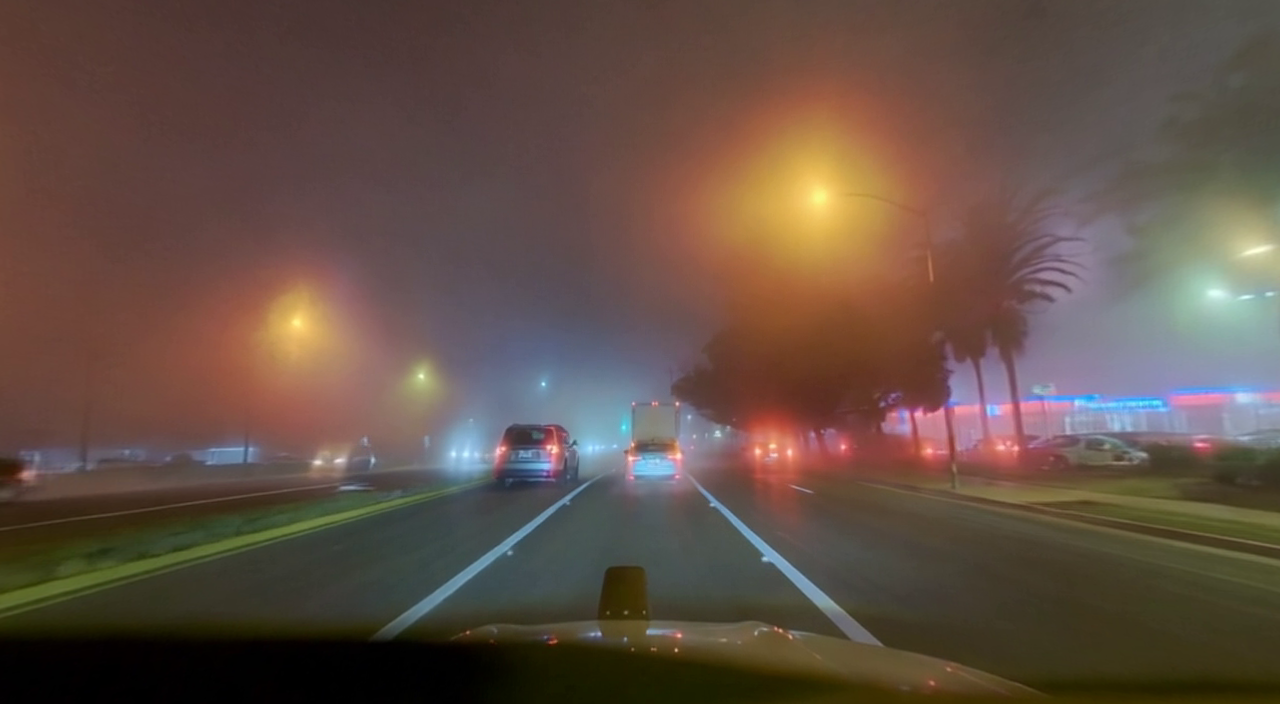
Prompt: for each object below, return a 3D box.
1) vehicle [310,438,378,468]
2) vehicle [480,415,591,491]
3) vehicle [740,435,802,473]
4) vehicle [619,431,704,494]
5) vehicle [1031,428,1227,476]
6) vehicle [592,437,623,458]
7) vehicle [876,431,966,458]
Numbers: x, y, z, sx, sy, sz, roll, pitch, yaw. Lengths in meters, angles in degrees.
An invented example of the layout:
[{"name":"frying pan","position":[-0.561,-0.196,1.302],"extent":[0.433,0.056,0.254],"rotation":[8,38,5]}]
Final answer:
[{"name":"vehicle","position":[-18.782,6.408,40.238],"extent":[2.141,1.820,4.690],"rotation":[0,-8,-1]},{"name":"vehicle","position":[-2.906,2.980,18.903],"extent":[2.289,1.935,5.227],"rotation":[0,-8,2]},{"name":"vehicle","position":[5.653,4.444,27.719],"extent":[1.900,1.507,4.151],"rotation":[0,-8,1]},{"name":"vehicle","position":[0.540,2.985,17.358],"extent":[2.061,1.494,4.079],"rotation":[0,-8,1]},{"name":"vehicle","position":[15.555,3.197,20.250],"extent":[4.756,1.422,1.831],"rotation":[0,-8,0]},{"name":"vehicle","position":[-2.373,7.057,46.576],"extent":[1.902,1.522,3.523],"rotation":[-1,-8,3]},{"name":"vehicle","position":[16.332,5.382,36.757],"extent":[4.323,1.496,1.937],"rotation":[0,-8,0]}]
